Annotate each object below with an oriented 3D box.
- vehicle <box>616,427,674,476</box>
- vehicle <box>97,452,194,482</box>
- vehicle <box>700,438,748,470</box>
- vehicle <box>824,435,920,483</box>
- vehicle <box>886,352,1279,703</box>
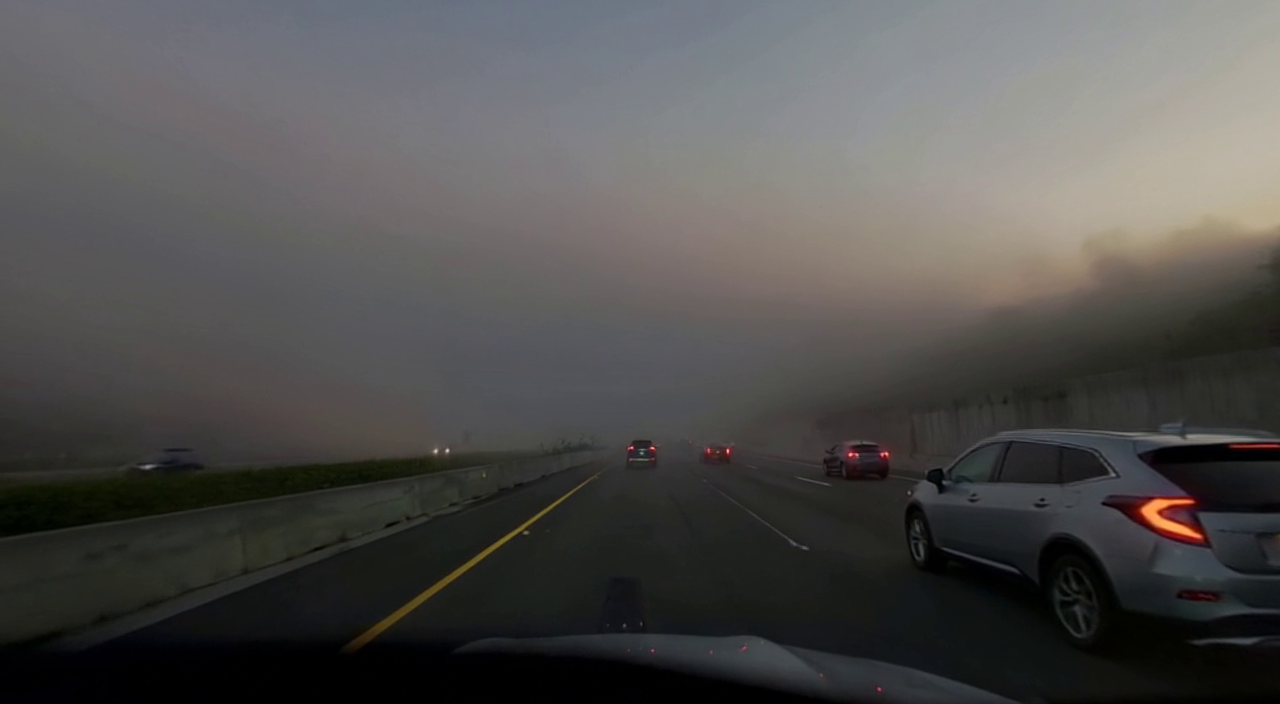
[{"bbox_3d":[0.191,4.091,26.093,2.189,1.852,4.038,0,-8,0],"label":"vehicle"},{"bbox_3d":[-27.532,6.402,35.346,1.938,1.496,4.304,-1,-8,0],"label":"vehicle"},{"bbox_3d":[4.157,5.100,31.770,1.825,1.487,4.034,0,-8,-1],"label":"vehicle"},{"bbox_3d":[8.057,3.750,22.359,1.810,1.516,4.183,-1,-8,0],"label":"vehicle"},{"bbox_3d":[3.701,1.124,4.641,2.003,1.661,4.418,-1,-8,1],"label":"vehicle"}]
